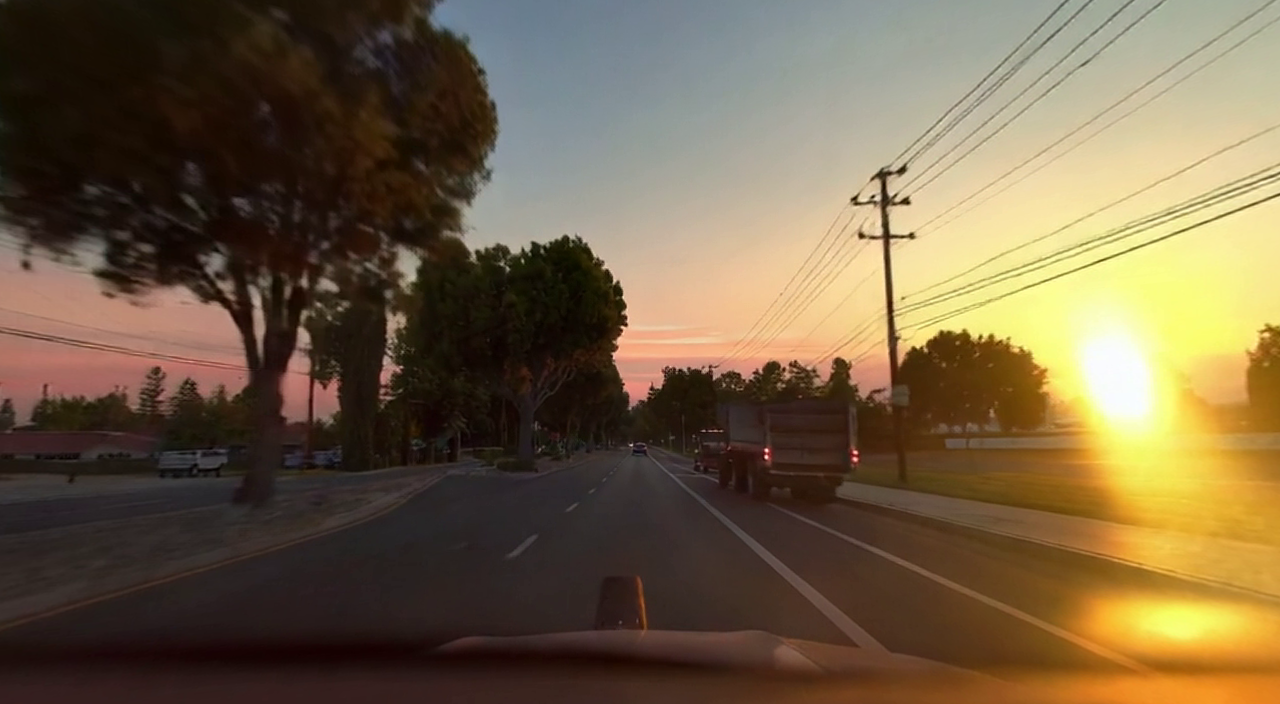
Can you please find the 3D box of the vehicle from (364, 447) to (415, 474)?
[{"bbox_3d":[-18.690,8.087,47.111,1.948,1.844,4.235,0,-9,1],"label":"vehicle"}]

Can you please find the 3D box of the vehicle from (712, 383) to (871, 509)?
[{"bbox_3d":[3.897,2.696,18.119,2.706,2.880,7.117,0,-9,-1],"label":"vehicle"}]

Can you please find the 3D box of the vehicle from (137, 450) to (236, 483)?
[{"bbox_3d":[-25.599,6.437,35.760,1.950,1.658,4.576,0,-9,5],"label":"vehicle"}]

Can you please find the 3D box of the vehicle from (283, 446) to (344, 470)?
[{"bbox_3d":[-25.545,8.283,49.432,2.020,1.763,4.637,-1,-9,5],"label":"vehicle"}]
